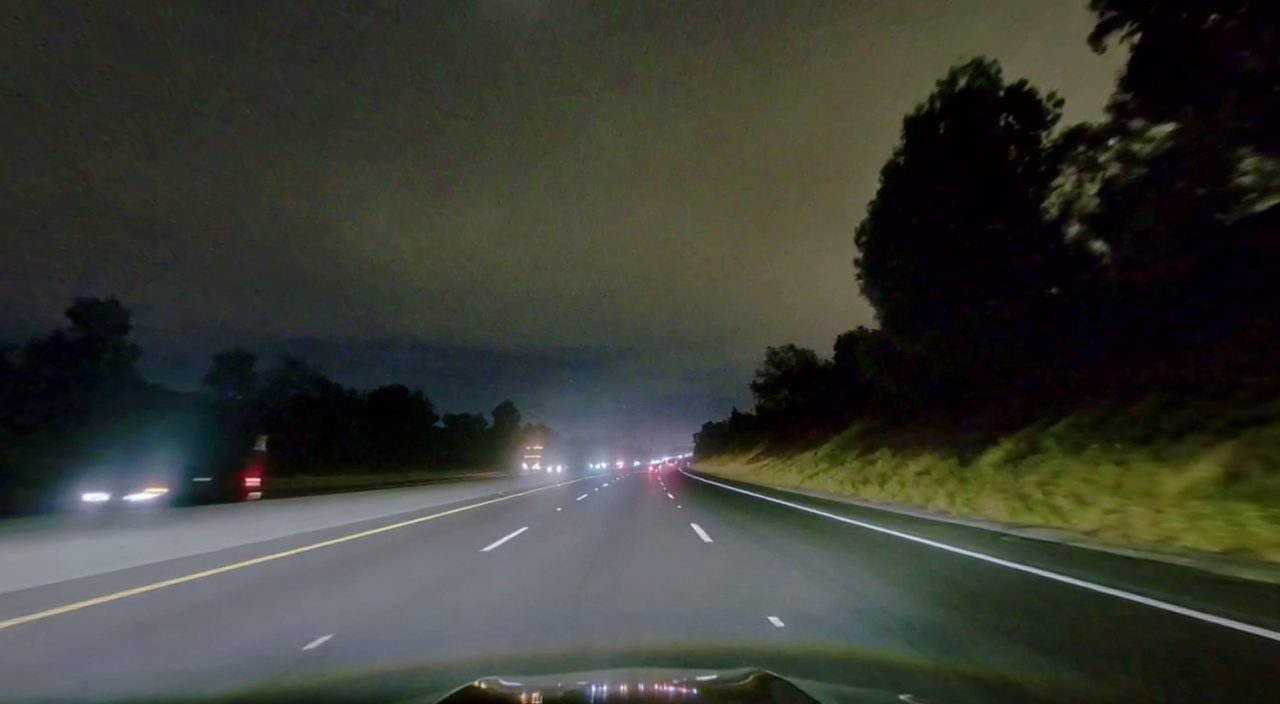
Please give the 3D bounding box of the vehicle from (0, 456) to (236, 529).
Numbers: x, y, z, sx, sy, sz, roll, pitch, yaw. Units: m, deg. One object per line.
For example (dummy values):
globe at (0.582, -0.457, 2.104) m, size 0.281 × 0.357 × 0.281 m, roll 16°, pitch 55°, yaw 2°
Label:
vehicle at (-12.335, 3.336, 15.385) m, size 1.908 × 1.474 × 4.529 m, roll 1°, pitch -10°, yaw 0°
